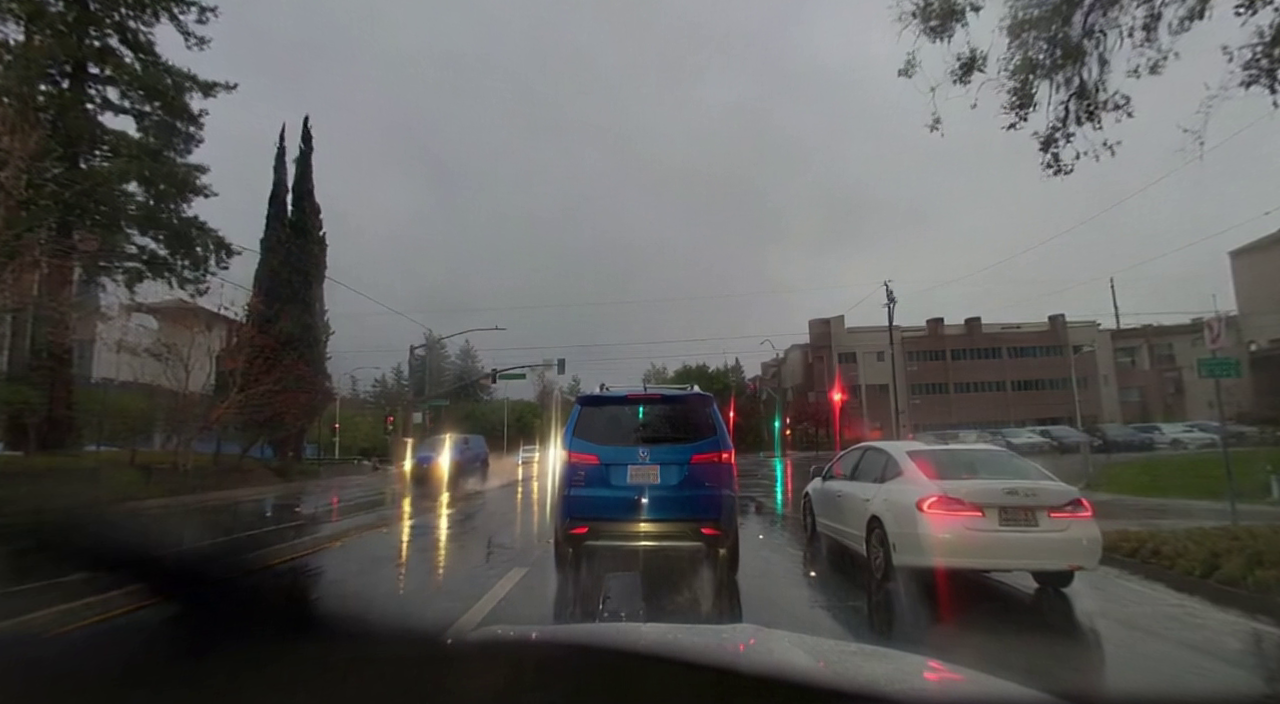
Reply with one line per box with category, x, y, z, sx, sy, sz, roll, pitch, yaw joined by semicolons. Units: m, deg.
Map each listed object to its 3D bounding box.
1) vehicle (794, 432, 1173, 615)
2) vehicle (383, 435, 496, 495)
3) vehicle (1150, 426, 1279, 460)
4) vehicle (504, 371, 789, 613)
vehicle;3.378;1.738;7.421;1.900;1.478;4.425;0;-8;-1
vehicle;-6.416;3.676;20.792;2.153;1.728;4.753;0;-8;0
vehicle;25.950;4.082;28.175;4.420;1.469;1.807;0;-8;1
vehicle;0.002;1.430;7.250;2.296;1.947;4.168;0;-8;-2
